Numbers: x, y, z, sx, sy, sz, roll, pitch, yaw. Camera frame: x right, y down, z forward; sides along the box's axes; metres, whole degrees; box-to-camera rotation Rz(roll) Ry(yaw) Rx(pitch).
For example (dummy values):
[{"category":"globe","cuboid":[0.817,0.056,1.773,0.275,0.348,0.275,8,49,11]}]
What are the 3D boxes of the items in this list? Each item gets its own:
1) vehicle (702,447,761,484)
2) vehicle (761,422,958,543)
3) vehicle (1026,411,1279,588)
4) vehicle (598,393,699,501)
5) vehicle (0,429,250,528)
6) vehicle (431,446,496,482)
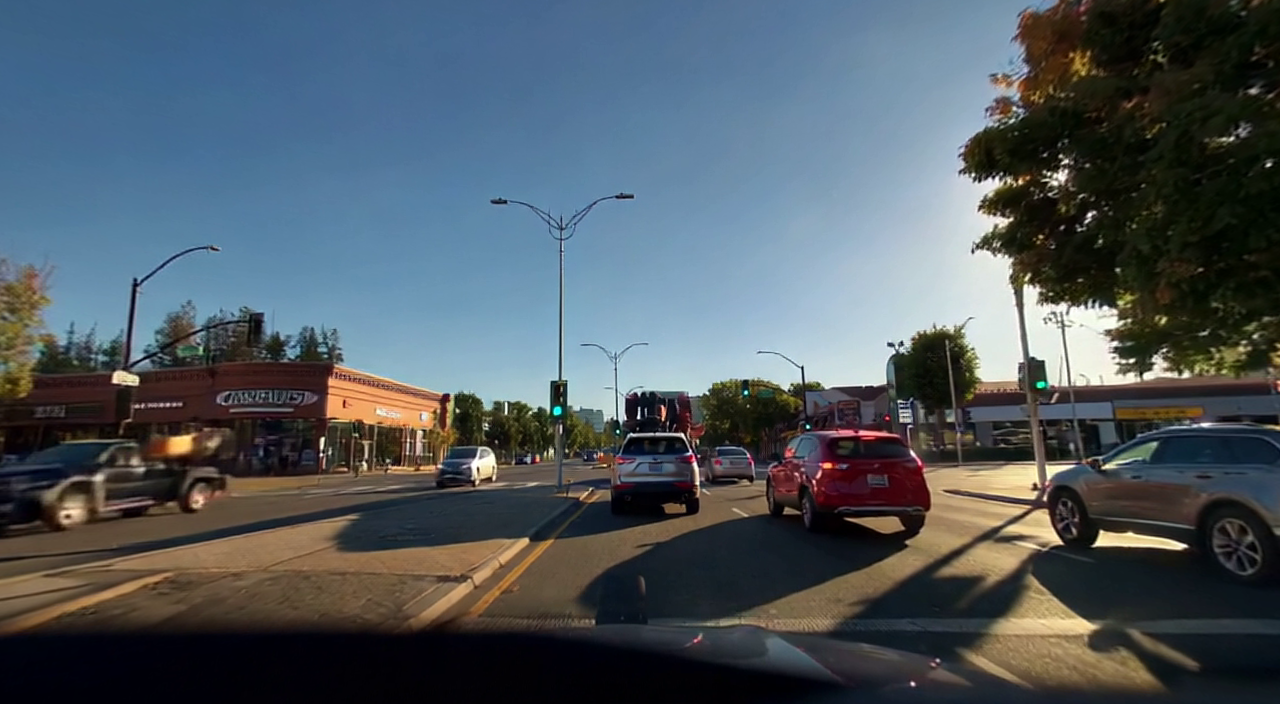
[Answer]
[{"category":"vehicle","cuboid":[4.043,5.066,28.529,1.967,1.515,4.378,0,-9,-1]},{"category":"vehicle","cuboid":[3.637,2.240,11.446,2.025,1.754,4.311,0,-9,0]},{"category":"vehicle","cuboid":[7.188,1.685,7.781,1.982,1.698,4.408,0,-9,0]},{"category":"vehicle","cuboid":[0.248,2.518,16.974,2.370,2.518,3.858,-1,-8,1]},{"category":"vehicle","cuboid":[-11.832,2.788,14.586,2.163,1.858,5.318,0,-9,0]},{"category":"vehicle","cuboid":[-8.379,5.310,30.244,1.889,1.576,4.044,0,-9,1]}]
